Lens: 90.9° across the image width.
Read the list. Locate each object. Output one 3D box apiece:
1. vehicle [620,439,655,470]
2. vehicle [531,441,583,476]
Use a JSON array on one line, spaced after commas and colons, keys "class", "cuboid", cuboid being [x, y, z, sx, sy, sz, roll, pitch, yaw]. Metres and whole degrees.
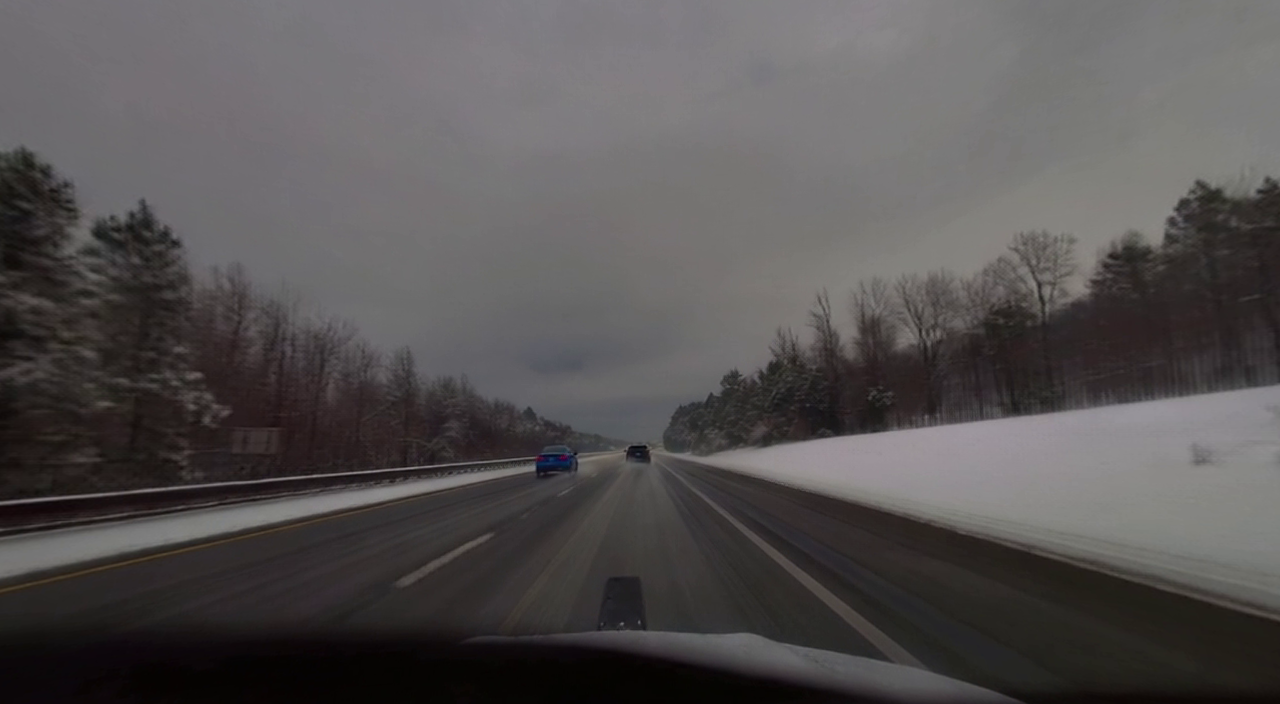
[{"class": "vehicle", "cuboid": [-0.149, 6.461, 39.767, 2.126, 1.786, 3.958, 0, -9, 0]}, {"class": "vehicle", "cuboid": [-4.261, 5.571, 33.108, 2.113, 1.656, 4.215, 0, -9, 0]}]
